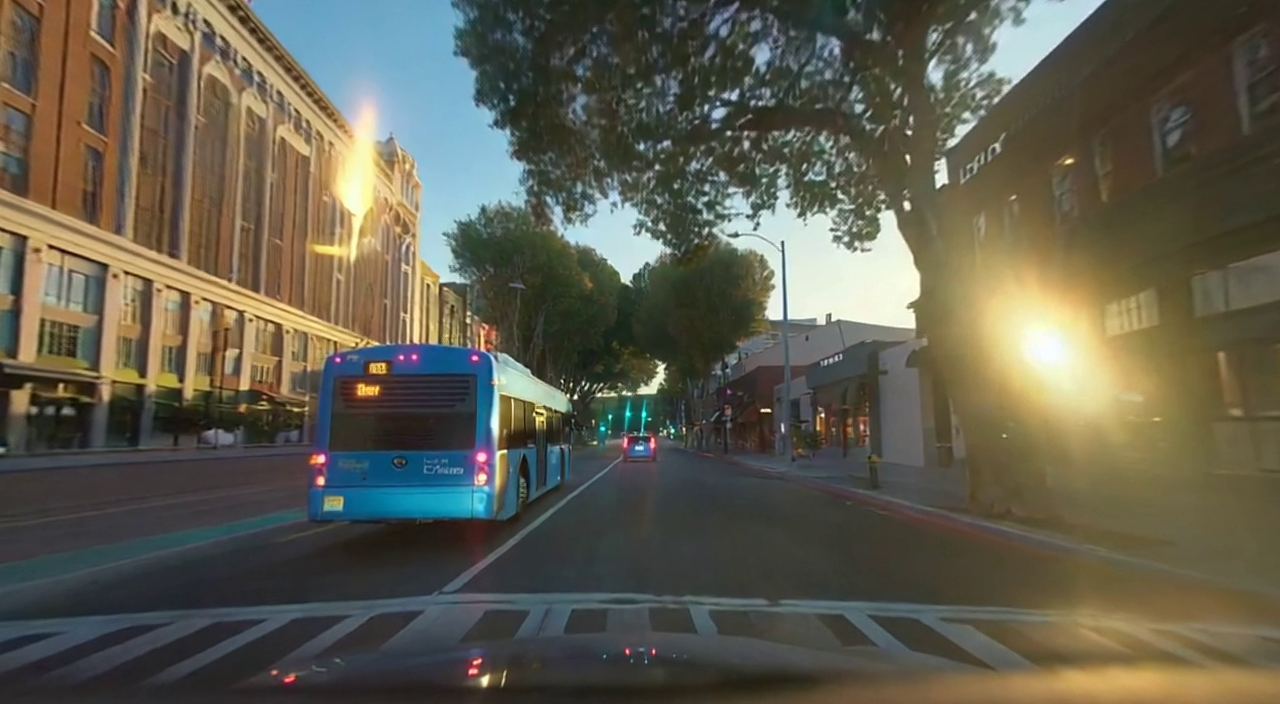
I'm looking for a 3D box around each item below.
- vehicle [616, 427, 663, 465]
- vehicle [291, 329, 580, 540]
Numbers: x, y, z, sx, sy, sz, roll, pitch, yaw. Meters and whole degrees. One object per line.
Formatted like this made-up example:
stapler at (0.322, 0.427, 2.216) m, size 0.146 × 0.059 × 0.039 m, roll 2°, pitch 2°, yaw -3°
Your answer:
vehicle at (-0.014, 4.602, 30.944) m, size 2.120 × 1.727 × 3.917 m, roll 0°, pitch -8°, yaw 0°
vehicle at (-3.194, 1.699, 12.961) m, size 2.920 × 2.884 × 8.588 m, roll 0°, pitch -8°, yaw 1°
